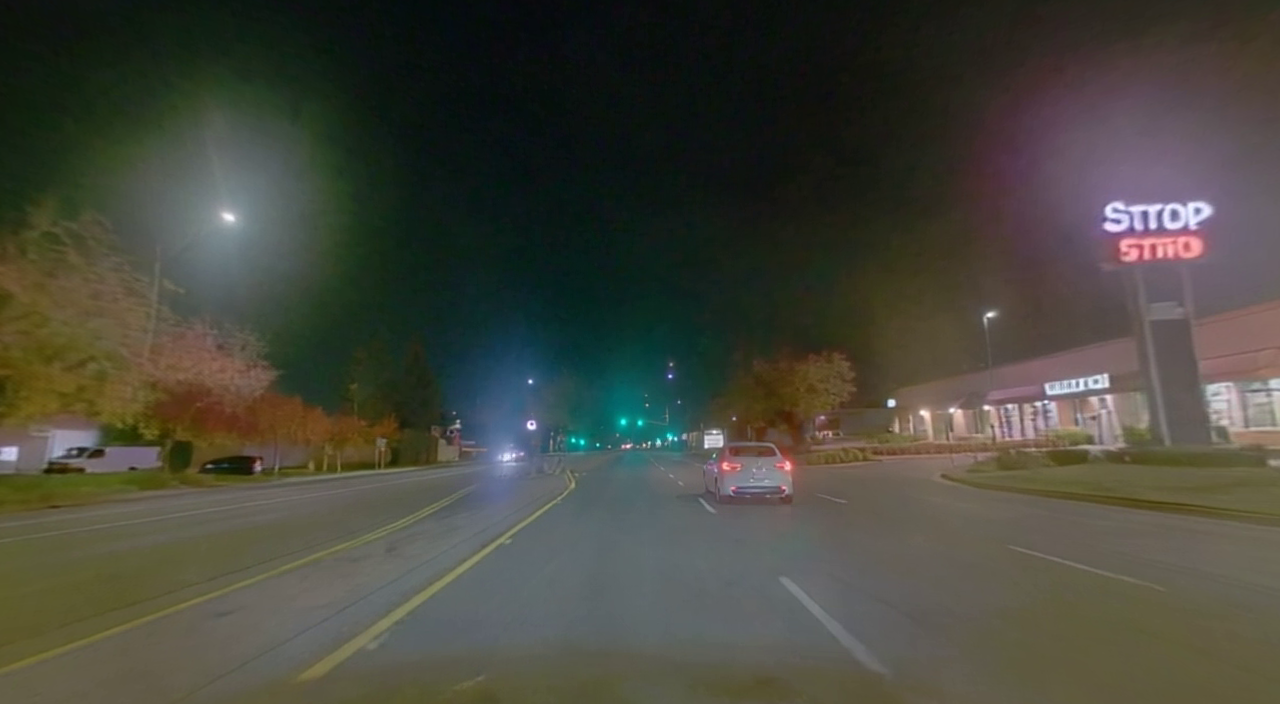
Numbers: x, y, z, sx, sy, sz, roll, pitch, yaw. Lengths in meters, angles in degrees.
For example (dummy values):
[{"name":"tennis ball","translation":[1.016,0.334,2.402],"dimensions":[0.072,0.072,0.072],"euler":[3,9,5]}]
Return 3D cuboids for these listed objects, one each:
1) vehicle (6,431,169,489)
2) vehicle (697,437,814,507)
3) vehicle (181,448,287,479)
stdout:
[{"name":"vehicle","translation":[-28.192,5.505,32.484],"dimensions":[5.802,2.743,2.245],"euler":[5,-10,-32]},{"name":"vehicle","translation":[2.678,2.917,15.778],"dimensions":[2.015,1.479,4.444],"euler":[0,-9,-1]},{"name":"vehicle","translation":[-28.648,7.864,44.632],"dimensions":[6.011,2.042,2.375],"euler":[5,-10,-31]}]
